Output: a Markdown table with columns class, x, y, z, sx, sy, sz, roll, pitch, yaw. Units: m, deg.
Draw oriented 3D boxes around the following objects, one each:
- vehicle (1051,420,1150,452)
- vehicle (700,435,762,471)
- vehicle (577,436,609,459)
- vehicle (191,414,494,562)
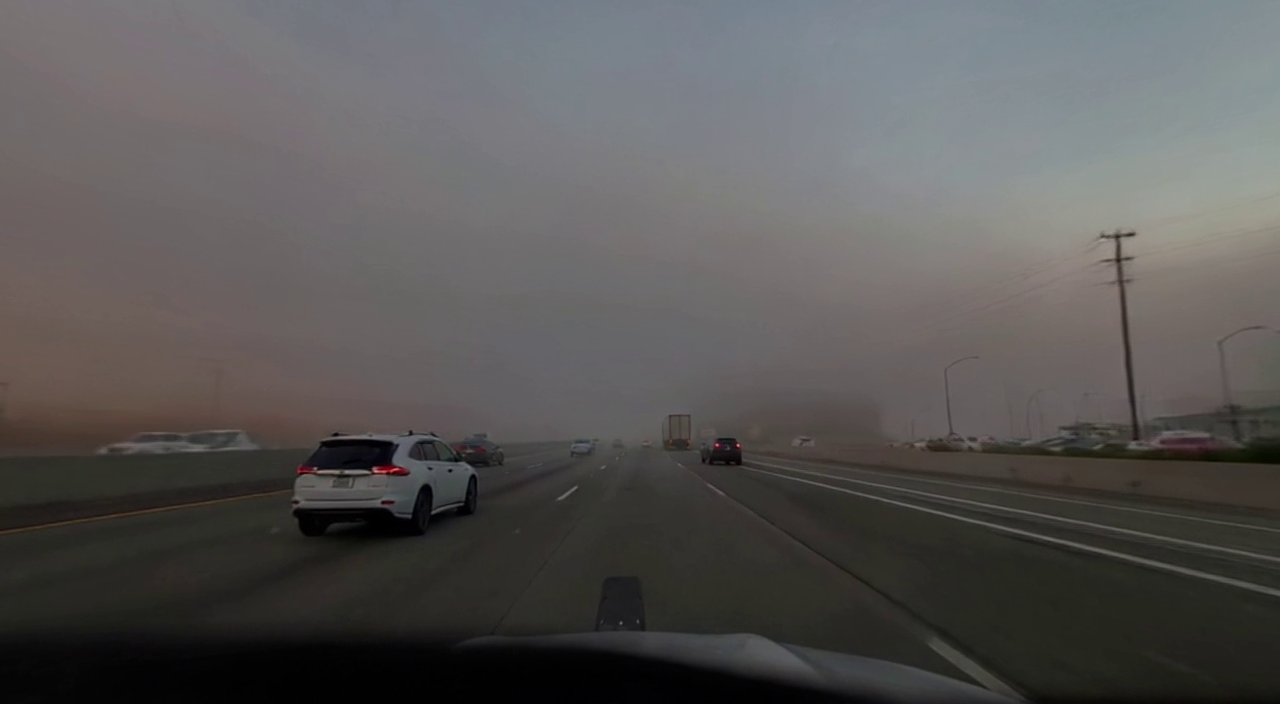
| class | x | y | z | sx | sy | sz | roll | pitch | yaw |
| --- | --- | --- | --- | --- | --- | --- | --- | --- | --- |
| vehicle | 35.897 | 6.575 | 49.190 | 5.729 | 2.378 | 2.285 | 0 | -9 | 2 |
| vehicle | 4.116 | 4.664 | 29.238 | 2.135 | 1.532 | 4.506 | 0 | -9 | -1 |
| vehicle | -3.338 | 6.890 | 45.483 | 2.001 | 1.577 | 4.055 | 0 | -9 | 0 |
| vehicle | -3.581 | 1.731 | 8.698 | 2.008 | 1.504 | 4.264 | 0 | -9 | 1 |
